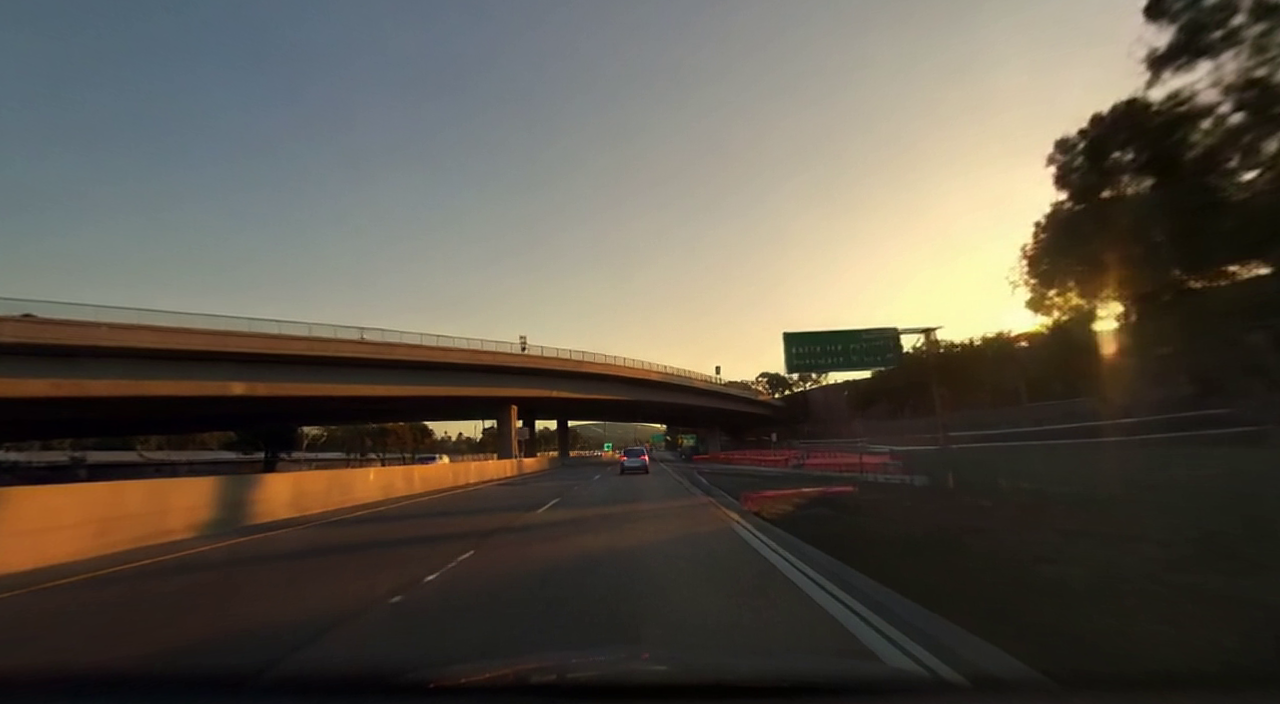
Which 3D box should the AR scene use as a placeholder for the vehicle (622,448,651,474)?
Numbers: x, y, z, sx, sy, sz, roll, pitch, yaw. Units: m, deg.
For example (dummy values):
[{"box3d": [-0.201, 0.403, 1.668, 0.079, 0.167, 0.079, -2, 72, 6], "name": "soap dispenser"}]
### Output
[{"box3d": [-0.177, 6.627, 38.519, 1.695, 1.437, 3.506, 0, -9, 1], "name": "vehicle"}]
